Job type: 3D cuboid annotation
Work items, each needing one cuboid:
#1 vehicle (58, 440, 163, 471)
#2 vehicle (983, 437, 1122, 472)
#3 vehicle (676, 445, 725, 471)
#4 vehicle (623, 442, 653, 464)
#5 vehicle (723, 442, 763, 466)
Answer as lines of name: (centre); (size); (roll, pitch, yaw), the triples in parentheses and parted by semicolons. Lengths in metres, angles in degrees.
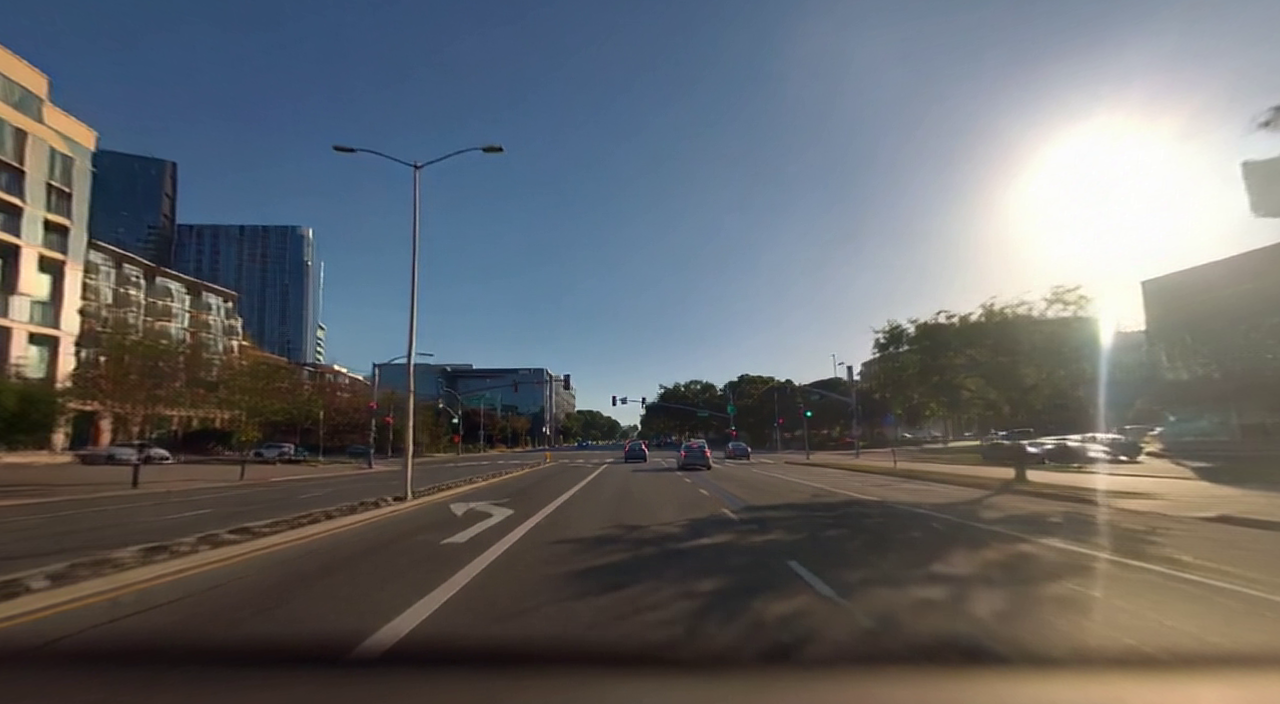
vehicle: (-33.810, 6.607, 40.596); (2.202, 1.774, 5.174); (1, -8, 1)
vehicle: (23.742, 5.938, 36.611); (6.313, 1.772, 2.263); (-9, -11, 43)
vehicle: (3.227, 5.769, 34.678); (2.080, 1.321, 4.382); (0, -9, -2)
vehicle: (-0.126, 7.414, 46.428); (2.143, 1.480, 4.006); (0, -8, 0)
vehicle: (6.817, 6.808, 42.214); (1.861, 1.473, 4.393); (0, -8, -1)
